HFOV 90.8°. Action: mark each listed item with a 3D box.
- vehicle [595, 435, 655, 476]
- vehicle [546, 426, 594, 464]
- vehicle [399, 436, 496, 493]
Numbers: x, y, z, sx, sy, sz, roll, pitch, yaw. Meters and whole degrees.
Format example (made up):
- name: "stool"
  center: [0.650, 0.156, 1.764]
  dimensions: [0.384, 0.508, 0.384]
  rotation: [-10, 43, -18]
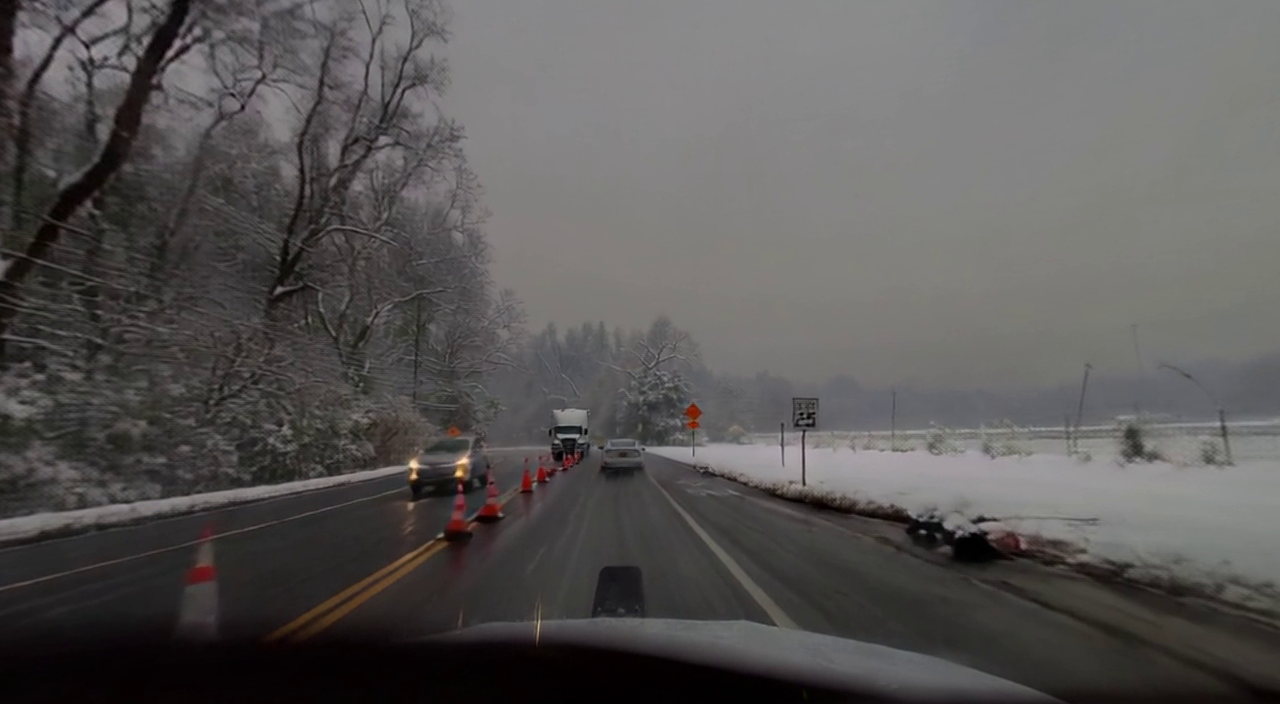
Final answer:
- name: "vehicle"
  center: [-0.609, 4.085, 25.219]
  dimensions: [2.186, 1.463, 4.356]
  rotation: [0, -8, -2]
- name: "vehicle"
  center: [-4.219, 5.615, 38.171]
  dimensions: [2.671, 2.053, 6.074]
  rotation: [1, -8, -6]
- name: "vehicle"
  center: [-5.623, 3.307, 19.026]
  dimensions: [2.019, 1.492, 4.091]
  rotation: [1, -8, -6]
